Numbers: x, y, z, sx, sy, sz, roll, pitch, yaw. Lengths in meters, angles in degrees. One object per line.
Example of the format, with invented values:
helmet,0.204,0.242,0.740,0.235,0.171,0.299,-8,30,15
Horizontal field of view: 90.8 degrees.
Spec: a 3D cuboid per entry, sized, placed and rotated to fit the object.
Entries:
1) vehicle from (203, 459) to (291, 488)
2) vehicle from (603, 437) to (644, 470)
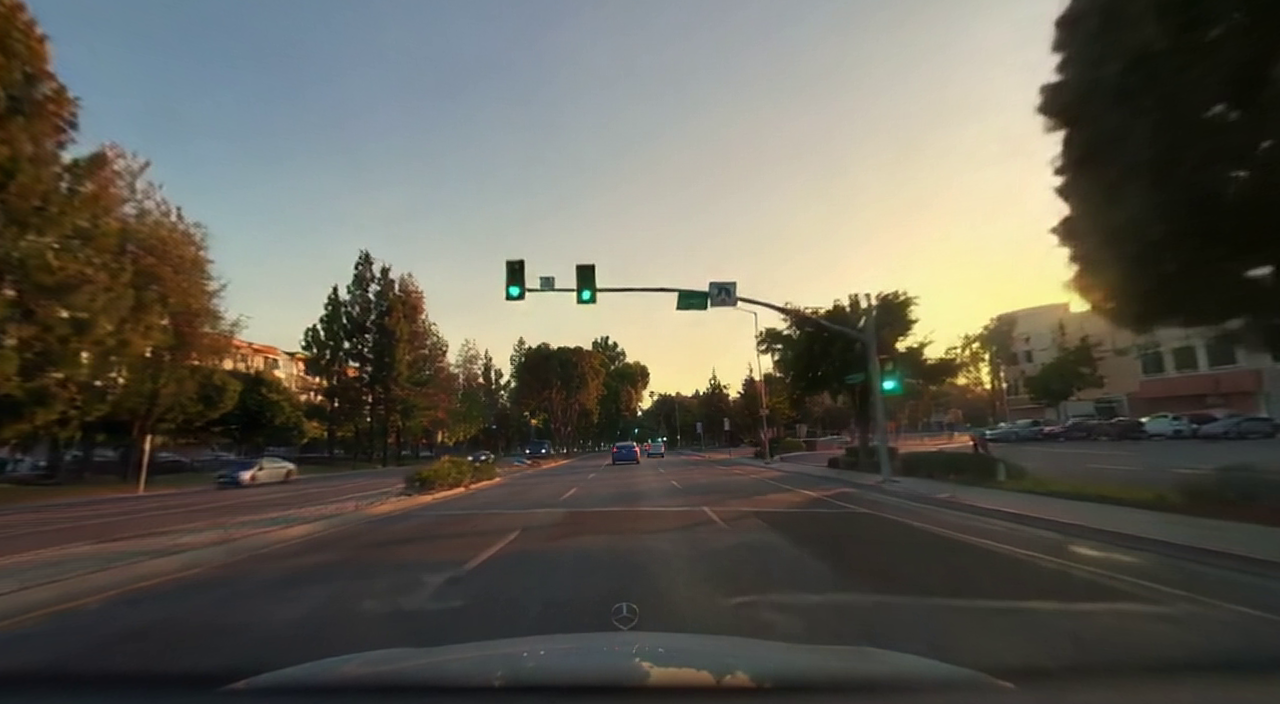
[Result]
vehicle,-22.685,7.013,36.703,1.961,1.486,4.853,0,-9,0
vehicle,-0.877,5.711,35.620,2.174,1.703,4.231,0,-9,0
